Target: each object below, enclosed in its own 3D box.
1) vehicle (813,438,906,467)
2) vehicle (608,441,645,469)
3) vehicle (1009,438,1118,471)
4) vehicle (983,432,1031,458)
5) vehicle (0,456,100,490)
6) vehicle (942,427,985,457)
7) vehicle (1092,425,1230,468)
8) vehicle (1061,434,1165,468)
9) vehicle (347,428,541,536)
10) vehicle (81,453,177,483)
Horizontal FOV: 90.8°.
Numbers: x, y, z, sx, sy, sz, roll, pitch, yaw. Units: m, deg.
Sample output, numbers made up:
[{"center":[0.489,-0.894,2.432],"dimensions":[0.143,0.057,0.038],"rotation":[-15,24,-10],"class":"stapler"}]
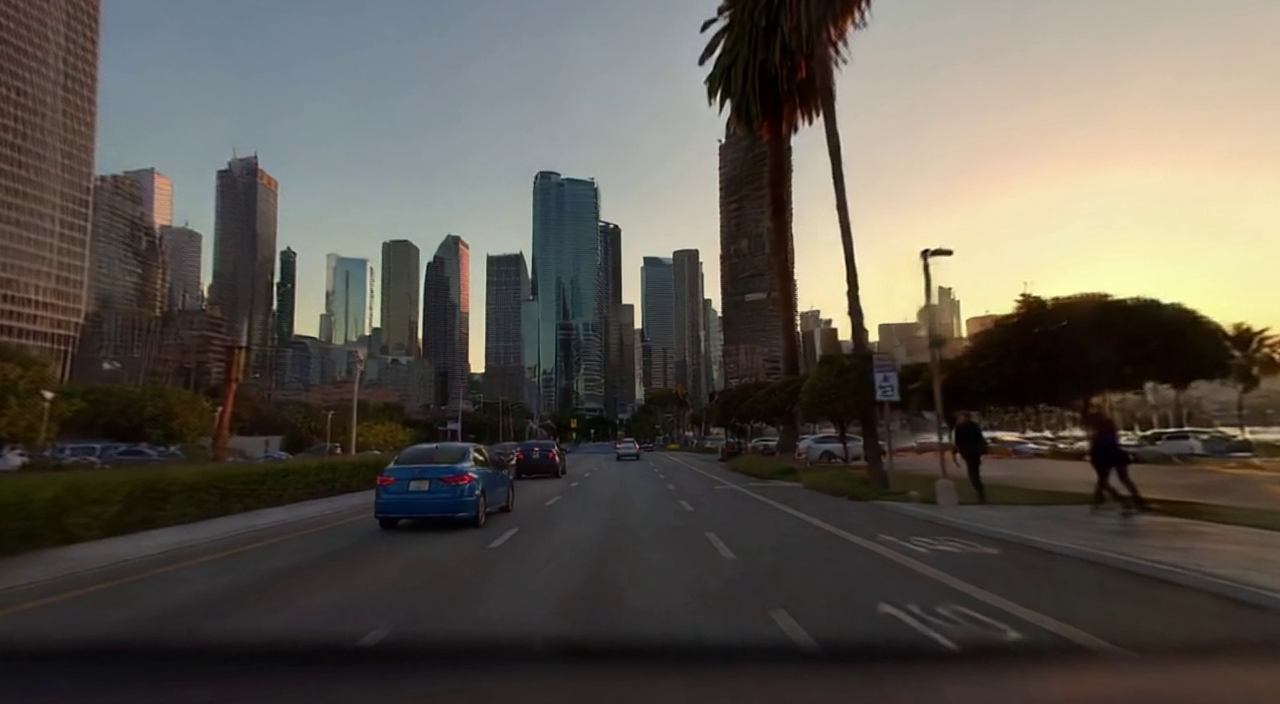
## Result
[{"center":[12.865,5.932,37.203],"dimensions":[4.749,1.522,1.905],"rotation":[-1,-9,-3],"class":"vehicle"},{"center":[-0.750,5.865,36.088],"dimensions":[2.004,1.465,3.713],"rotation":[0,-8,0],"class":"vehicle"},{"center":[20.386,4.925,30.701],"dimensions":[1.976,1.431,4.774],"rotation":[-1,-8,-1],"class":"vehicle"},{"center":[26.165,6.644,45.161],"dimensions":[1.982,1.694,4.676],"rotation":[-3,-9,19],"class":"vehicle"},{"center":[-30.881,6.192,32.612],"dimensions":[1.859,1.524,4.812],"rotation":[0,-8,-2],"class":"vehicle"},{"center":[23.358,6.568,45.847],"dimensions":[2.288,1.984,5.526],"rotation":[-4,-9,23],"class":"vehicle"},{"center":[25.173,4.607,30.924],"dimensions":[2.147,1.886,5.603],"rotation":[-1,-8,3],"class":"vehicle"},{"center":[22.767,4.772,30.641],"dimensions":[1.938,1.522,4.121],"rotation":[-1,-8,3],"class":"vehicle"},{"center":[-3.178,2.214,11.372],"dimensions":[2.071,1.544,4.383],"rotation":[0,-8,0],"class":"vehicle"},{"center":[-31.019,7.040,38.535],"dimensions":[1.888,1.625,4.699],"rotation":[0,-8,0],"class":"vehicle"}]
